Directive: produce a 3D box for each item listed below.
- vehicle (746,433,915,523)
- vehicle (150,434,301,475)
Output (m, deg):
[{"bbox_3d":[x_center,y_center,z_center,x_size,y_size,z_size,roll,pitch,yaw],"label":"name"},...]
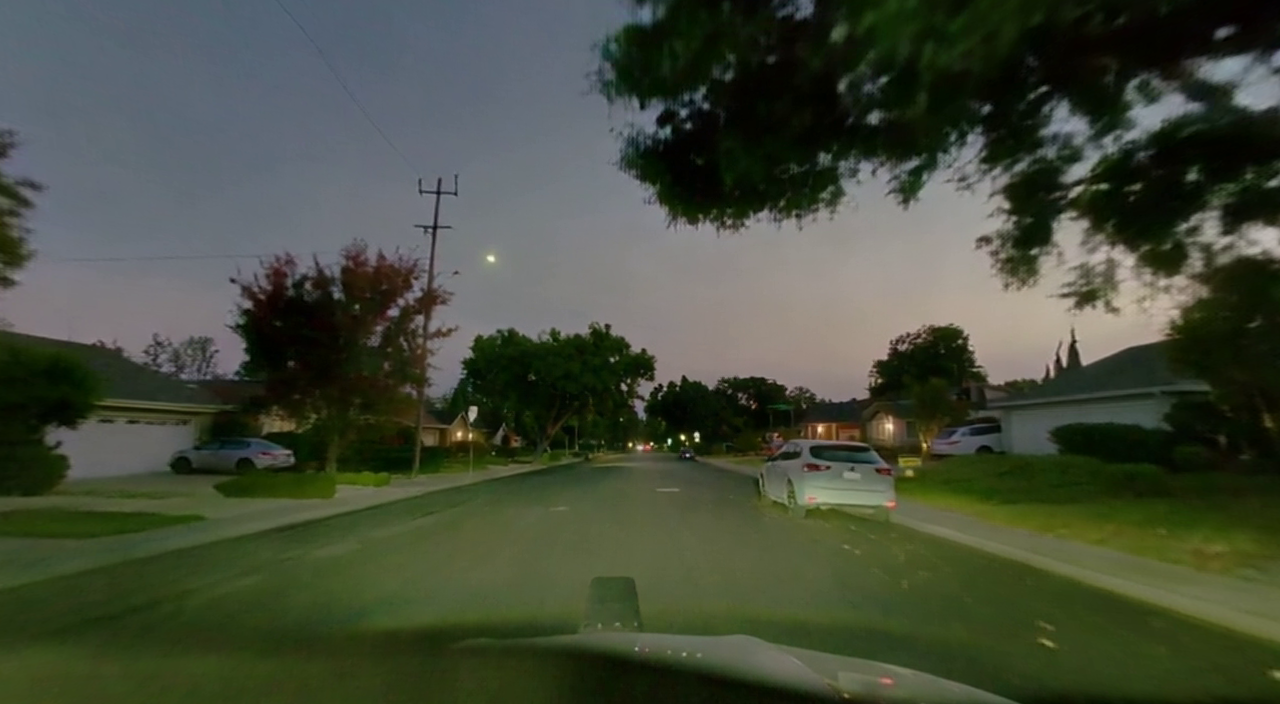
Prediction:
[{"bbox_3d":[3.846,2.639,13.828,2.136,1.596,4.790,0,-9,-1],"label":"vehicle"},{"bbox_3d":[-16.692,4.156,25.674,4.607,1.573,2.058,1,-9,-4],"label":"vehicle"}]
